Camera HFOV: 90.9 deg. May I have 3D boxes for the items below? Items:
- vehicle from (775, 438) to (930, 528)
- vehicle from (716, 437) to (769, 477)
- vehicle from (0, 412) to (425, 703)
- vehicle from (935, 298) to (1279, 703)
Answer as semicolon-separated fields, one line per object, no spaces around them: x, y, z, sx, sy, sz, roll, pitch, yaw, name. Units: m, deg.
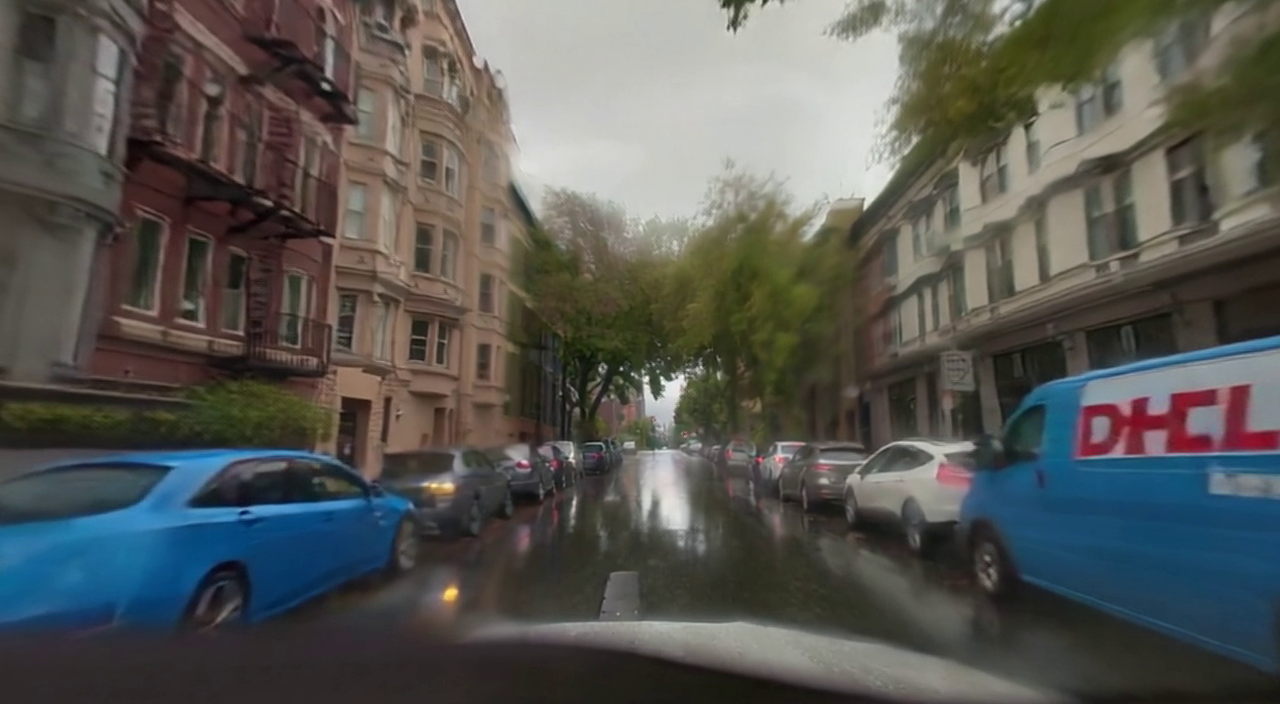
4.092;2.534;12.864;1.896;1.549;3.845;0;-8;1;vehicle
4.909;5.066;30.717;1.879;1.802;4.574;0;-8;1;vehicle
-3.229;1.258;4.575;1.867;1.519;3.920;2;-5;1;vehicle
3.985;0.903;3.704;2.186;2.024;4.901;0;-8;1;vehicle
